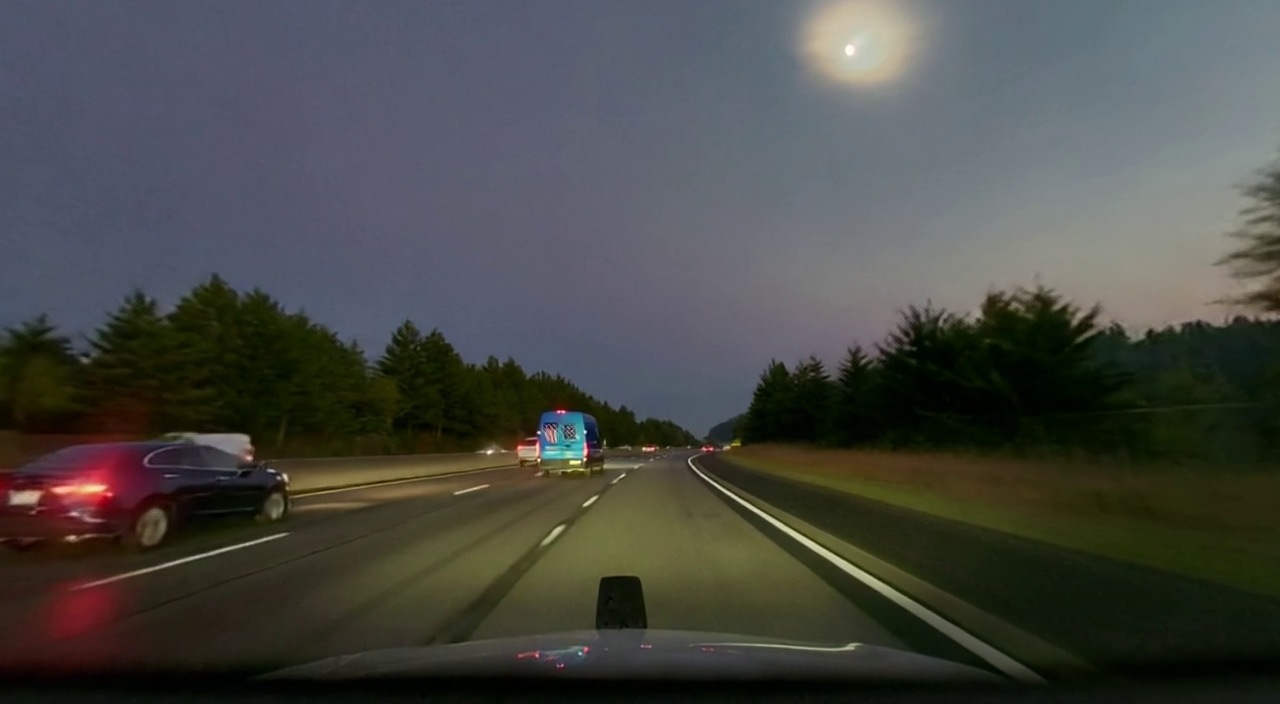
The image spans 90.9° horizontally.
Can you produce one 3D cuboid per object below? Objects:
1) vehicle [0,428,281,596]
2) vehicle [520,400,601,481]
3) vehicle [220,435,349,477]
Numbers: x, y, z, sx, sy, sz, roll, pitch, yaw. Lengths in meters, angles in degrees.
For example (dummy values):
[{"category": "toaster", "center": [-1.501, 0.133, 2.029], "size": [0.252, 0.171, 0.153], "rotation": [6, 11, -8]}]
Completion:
[{"category": "vehicle", "center": [-6.473, 1.657, 7.320], "size": [1.947, 1.438, 4.440], "rotation": [0, -8, 1]}, {"category": "vehicle", "center": [-2.986, 3.550, 25.263], "size": [2.319, 2.883, 5.632], "rotation": [0, -8, 2]}, {"category": "vehicle", "center": [-16.136, 4.757, 29.163], "size": [2.295, 1.738, 5.899], "rotation": [-1, -8, 3]}]
